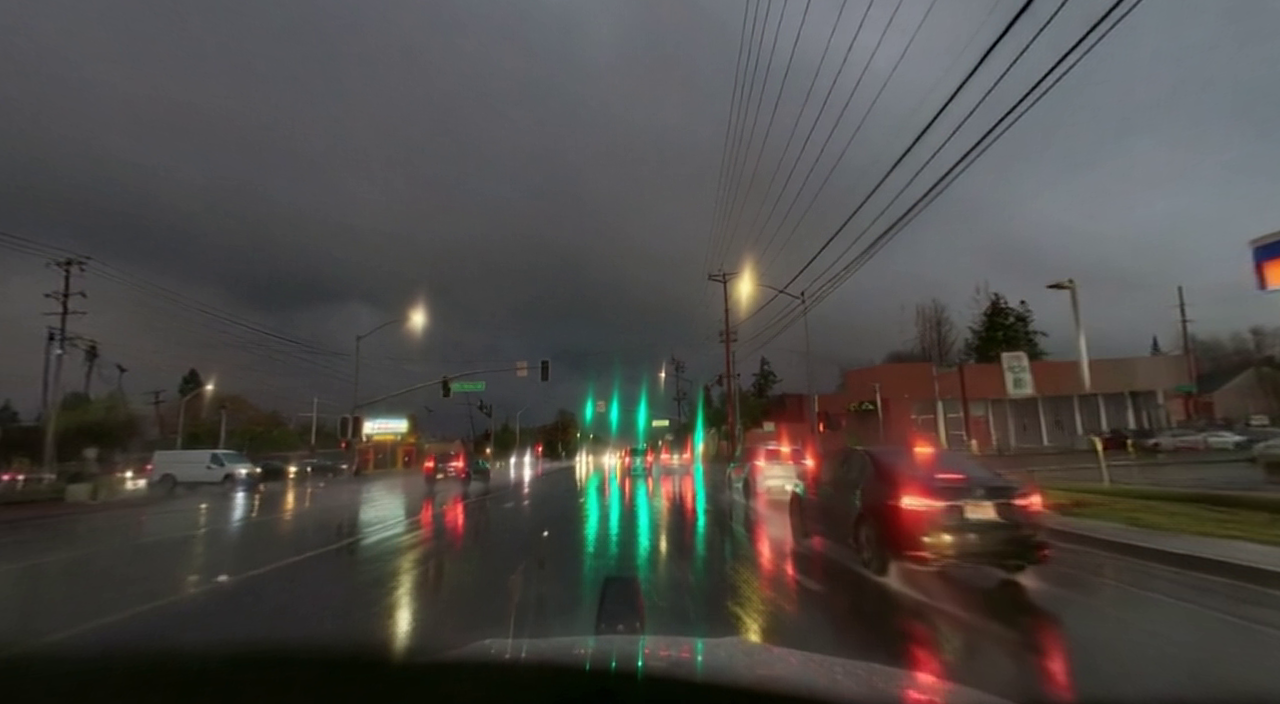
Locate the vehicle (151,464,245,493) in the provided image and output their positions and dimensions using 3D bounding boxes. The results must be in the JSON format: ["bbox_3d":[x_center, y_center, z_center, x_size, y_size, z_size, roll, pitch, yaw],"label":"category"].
[{"bbox_3d":[-27.851,7.940,39.838,4.989,1.567,2.075,-2,-10,17],"label":"vehicle"}]

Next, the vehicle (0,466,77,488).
[{"bbox_3d":[-47.047,9.681,48.923,4.812,1.493,1.991,0,-9,-1],"label":"vehicle"}]

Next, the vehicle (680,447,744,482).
[{"bbox_3d":[3.170,5.092,28.909,2.208,1.436,4.542,0,-9,-2],"label":"vehicle"}]

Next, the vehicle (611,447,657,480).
[{"bbox_3d":[-0.320,5.361,30.656,2.065,1.484,3.894,0,-9,-1],"label":"vehicle"}]

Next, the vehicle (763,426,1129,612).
[{"bbox_3d":[2.946,1.696,7.406,1.945,1.470,4.363,0,-9,-2],"label":"vehicle"}]

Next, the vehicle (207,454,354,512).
[{"bbox_3d":[-10.908,3.968,19.657,1.985,1.512,4.433,-1,-9,0],"label":"vehicle"}]

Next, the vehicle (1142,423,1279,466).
[{"bbox_3d":[24.042,3.846,26.135,1.934,1.570,5.073,1,-9,-7],"label":"vehicle"}]

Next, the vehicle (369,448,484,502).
[{"bbox_3d":[-6.437,3.728,19.590,2.075,1.470,4.190,-1,-9,0],"label":"vehicle"}]

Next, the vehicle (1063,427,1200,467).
[{"bbox_3d":[19.969,3.916,25.988,2.140,1.485,4.425,-1,-9,2],"label":"vehicle"}]
